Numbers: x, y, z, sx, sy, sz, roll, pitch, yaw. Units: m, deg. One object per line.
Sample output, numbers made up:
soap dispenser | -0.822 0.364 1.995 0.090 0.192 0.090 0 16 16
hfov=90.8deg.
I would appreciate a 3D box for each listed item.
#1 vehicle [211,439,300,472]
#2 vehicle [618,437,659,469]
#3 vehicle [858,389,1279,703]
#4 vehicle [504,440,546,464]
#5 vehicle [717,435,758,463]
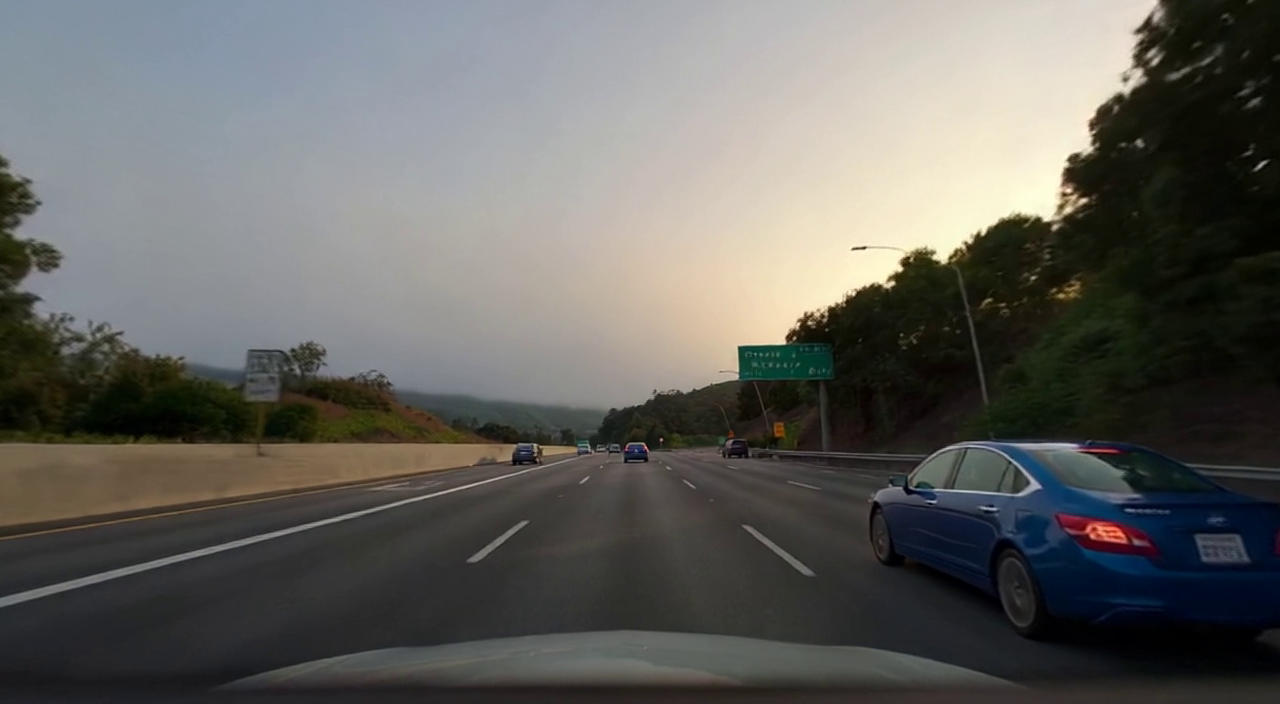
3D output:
vehicle | -21.368 5.770 35.397 2.058 1.667 4.623 0 -9 0
vehicle | -0.098 5.602 35.105 2.157 1.642 4.189 0 -9 -1
vehicle | 3.235 1.138 3.857 2.072 1.501 4.694 0 -9 -1
vehicle | -8.110 7.078 44.871 2.028 1.552 4.922 0 -9 0
vehicle | 7.110 7.149 46.680 2.103 1.898 5.310 0 -9 -1
